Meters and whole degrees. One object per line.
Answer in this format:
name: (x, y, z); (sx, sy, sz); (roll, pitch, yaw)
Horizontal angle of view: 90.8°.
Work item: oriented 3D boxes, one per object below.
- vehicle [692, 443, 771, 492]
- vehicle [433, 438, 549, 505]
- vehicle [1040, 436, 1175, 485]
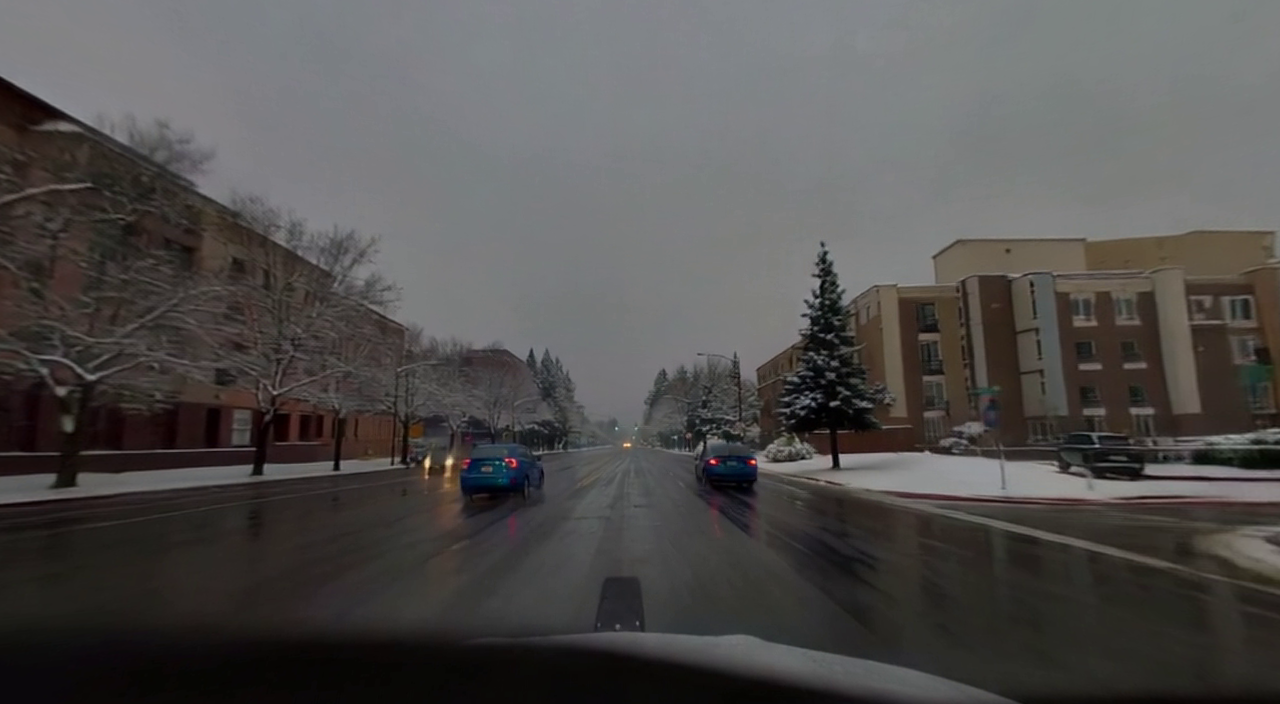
vehicle: (3.002, 3.901, 21.764); (1.978, 1.471, 4.426); (0, -9, -1)
vehicle: (-3.733, 3.061, 16.648); (2.062, 1.527, 4.044); (0, -9, 0)
vehicle: (19.415, 4.511, 26.583); (1.961, 1.861, 4.757); (0, -9, -1)
